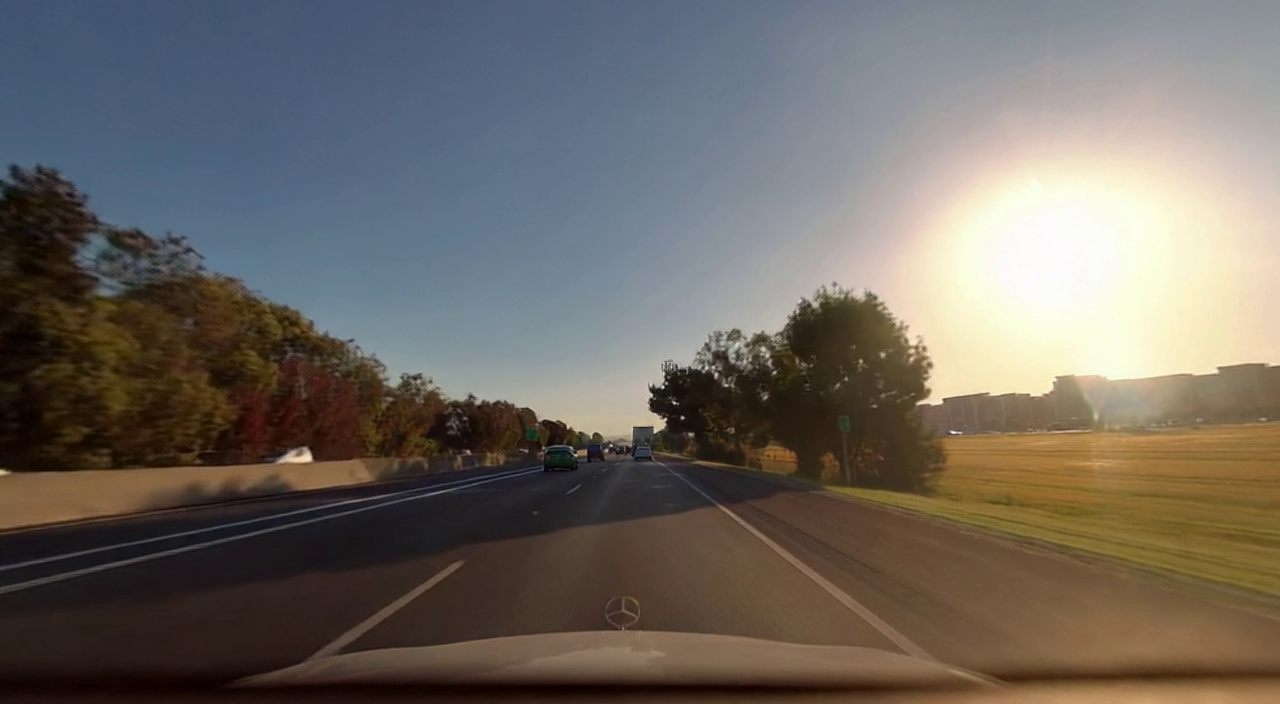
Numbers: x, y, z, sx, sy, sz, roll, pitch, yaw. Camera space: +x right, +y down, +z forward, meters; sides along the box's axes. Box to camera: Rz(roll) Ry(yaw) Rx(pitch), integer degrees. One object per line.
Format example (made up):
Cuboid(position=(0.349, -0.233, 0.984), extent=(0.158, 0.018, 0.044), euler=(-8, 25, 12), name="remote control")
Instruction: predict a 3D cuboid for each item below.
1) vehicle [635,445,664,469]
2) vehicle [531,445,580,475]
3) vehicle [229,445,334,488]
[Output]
Cuboid(position=(0.632, 7.465, 45.042), extent=(1.992, 1.593, 3.937), euler=(0, -9, -1), name="vehicle")
Cuboid(position=(-4.539, 5.887, 34.576), extent=(2.172, 1.548, 3.953), euler=(0, -9, 0), name="vehicle")
Cuboid(position=(-16.824, 5.369, 29.993), extent=(2.042, 1.832, 5.018), euler=(0, -9, -1), name="vehicle")
